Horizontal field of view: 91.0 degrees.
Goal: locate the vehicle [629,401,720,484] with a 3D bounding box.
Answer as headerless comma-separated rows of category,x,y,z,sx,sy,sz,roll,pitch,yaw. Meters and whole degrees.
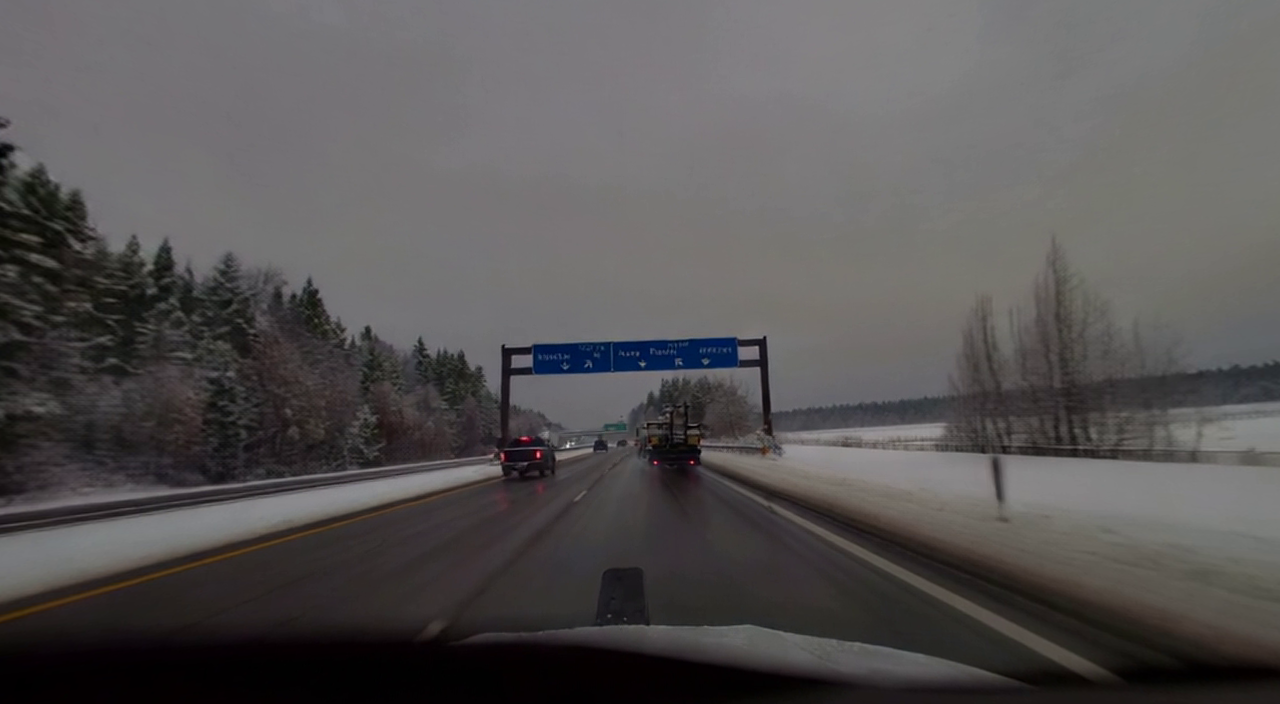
vehicle,0.973,3.149,21.874,2.677,2.439,6.402,0,-8,-1
